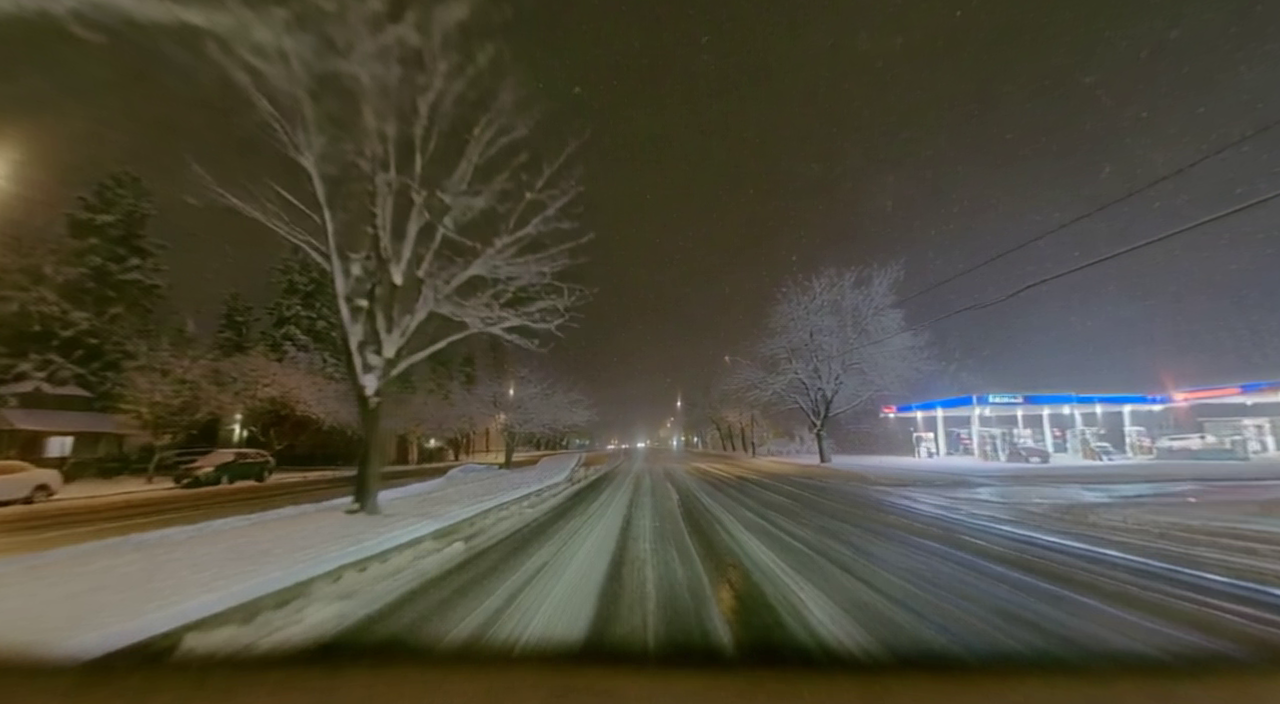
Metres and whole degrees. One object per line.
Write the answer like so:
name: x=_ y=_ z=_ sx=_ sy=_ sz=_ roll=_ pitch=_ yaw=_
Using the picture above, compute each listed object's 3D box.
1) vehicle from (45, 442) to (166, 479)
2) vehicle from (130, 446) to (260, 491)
vehicle: x=-27.025 y=5.482 z=32.055 sx=4.294 sy=1.763 sz=1.929 roll=0 pitch=-9 yaw=-1
vehicle: x=-19.206 y=5.024 z=27.638 sx=1.906 sy=1.744 sz=5.165 roll=0 pitch=-9 yaw=0
